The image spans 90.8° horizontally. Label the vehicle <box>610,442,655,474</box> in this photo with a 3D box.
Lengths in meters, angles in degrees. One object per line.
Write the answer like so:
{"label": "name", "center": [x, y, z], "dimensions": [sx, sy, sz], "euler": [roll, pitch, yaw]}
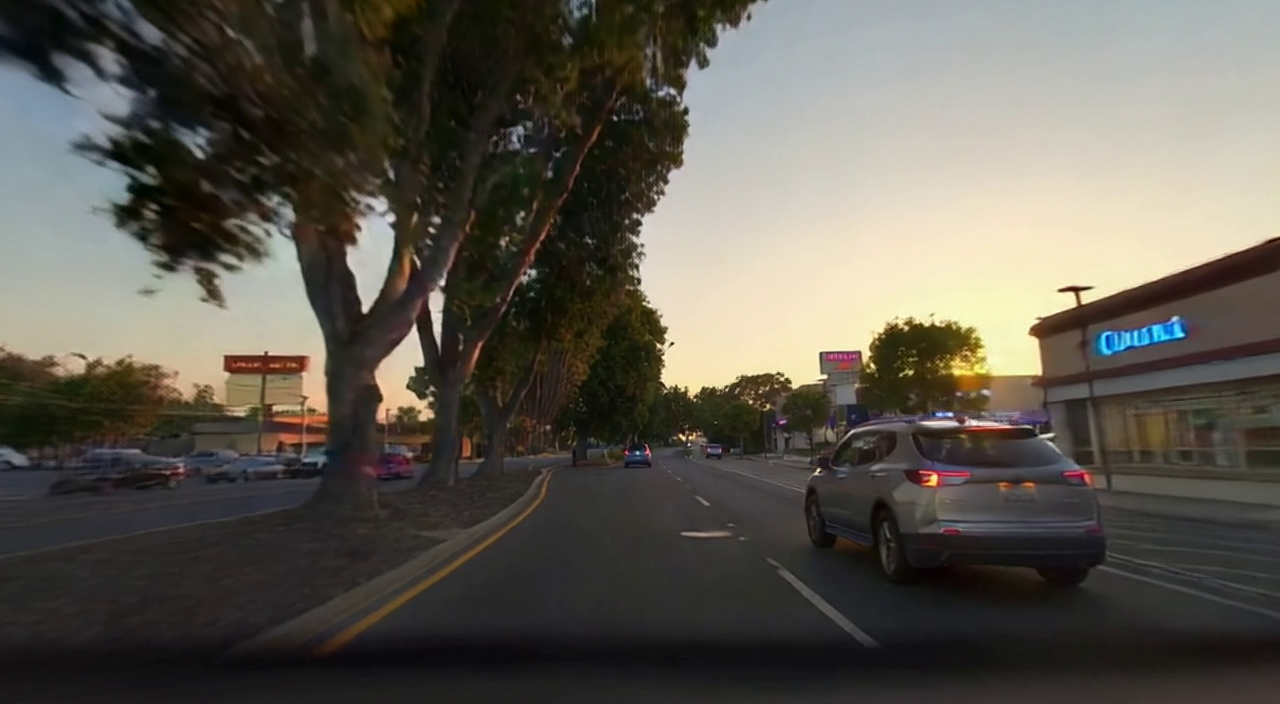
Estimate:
{"label": "vehicle", "center": [-0.378, 5.312, 31.866], "dimensions": [2.126, 1.475, 3.967], "euler": [0, -8, -1]}

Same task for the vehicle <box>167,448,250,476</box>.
{"label": "vehicle", "center": [-28.778, 7.304, 42.377], "dimensions": [1.942, 1.695, 5.231], "euler": [1, -9, -2]}

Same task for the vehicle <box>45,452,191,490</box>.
{"label": "vehicle", "center": [-22.544, 5.135, 27.429], "dimensions": [4.625, 1.516, 2.007], "euler": [-1, -8, 3]}

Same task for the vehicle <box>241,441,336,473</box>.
{"label": "vehicle", "center": [-25.963, 7.765, 46.826], "dimensions": [5.776, 1.932, 2.226], "euler": [-4, -9, 1]}

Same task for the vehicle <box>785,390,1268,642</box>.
{"label": "vehicle", "center": [3.152, 1.432, 6.566], "dimensions": [2.110, 1.698, 4.397], "euler": [0, -8, -2]}
